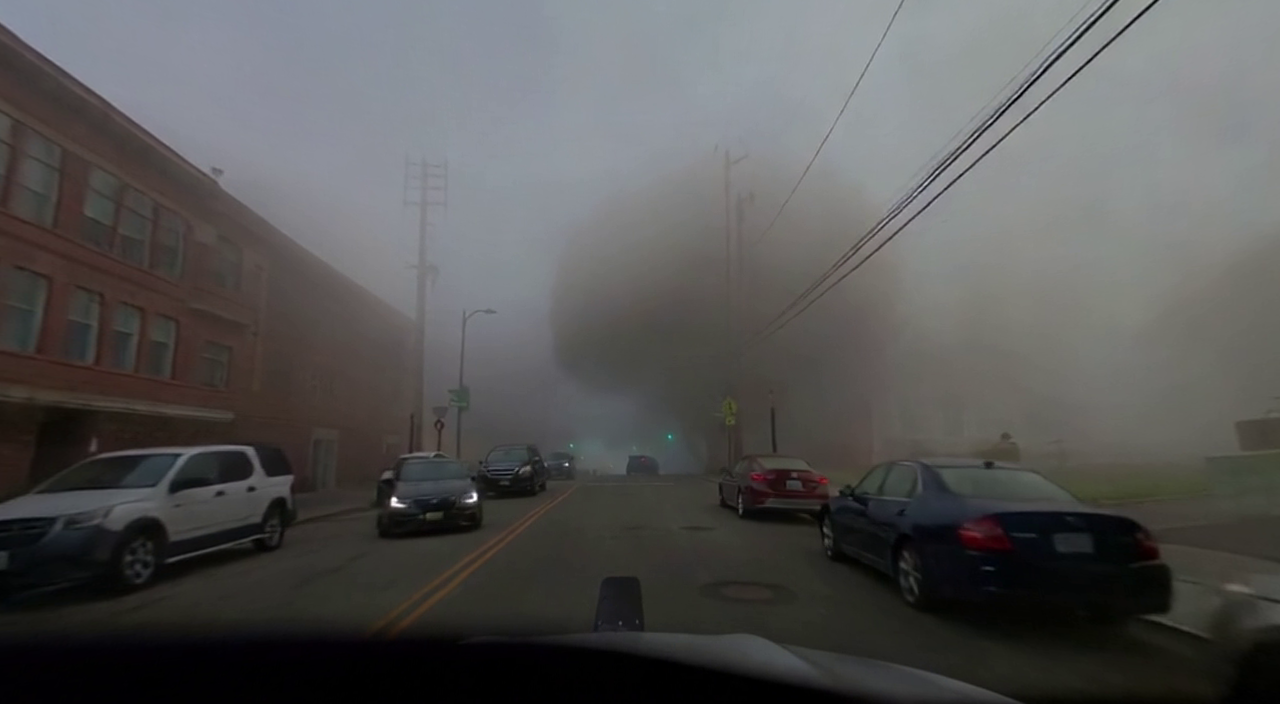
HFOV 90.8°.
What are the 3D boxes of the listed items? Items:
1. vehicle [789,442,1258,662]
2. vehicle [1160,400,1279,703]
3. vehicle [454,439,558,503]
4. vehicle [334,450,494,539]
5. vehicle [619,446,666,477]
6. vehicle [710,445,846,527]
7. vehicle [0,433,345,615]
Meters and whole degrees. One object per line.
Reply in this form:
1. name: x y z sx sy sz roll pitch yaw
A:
1. vehicle: 3.198 1.716 6.733 1.946 1.474 4.710 0 -8 -2
2. vehicle: 3.302 0.708 0.603 1.895 1.553 4.235 0 -8 -2
3. vehicle: -4.217 3.813 20.837 2.236 1.834 4.743 0 -8 2
4. vehicle: -5.062 2.900 13.693 1.994 1.510 4.802 6 -10 -34
5. vehicle: 0.220 6.460 37.532 2.059 1.736 3.994 -2 -9 11
6. vehicle: 2.854 2.851 14.153 1.913 1.509 4.436 0 -8 -2
7. vehicle: -6.916 2.230 9.553 2.263 1.882 5.706 0 -8 -1
